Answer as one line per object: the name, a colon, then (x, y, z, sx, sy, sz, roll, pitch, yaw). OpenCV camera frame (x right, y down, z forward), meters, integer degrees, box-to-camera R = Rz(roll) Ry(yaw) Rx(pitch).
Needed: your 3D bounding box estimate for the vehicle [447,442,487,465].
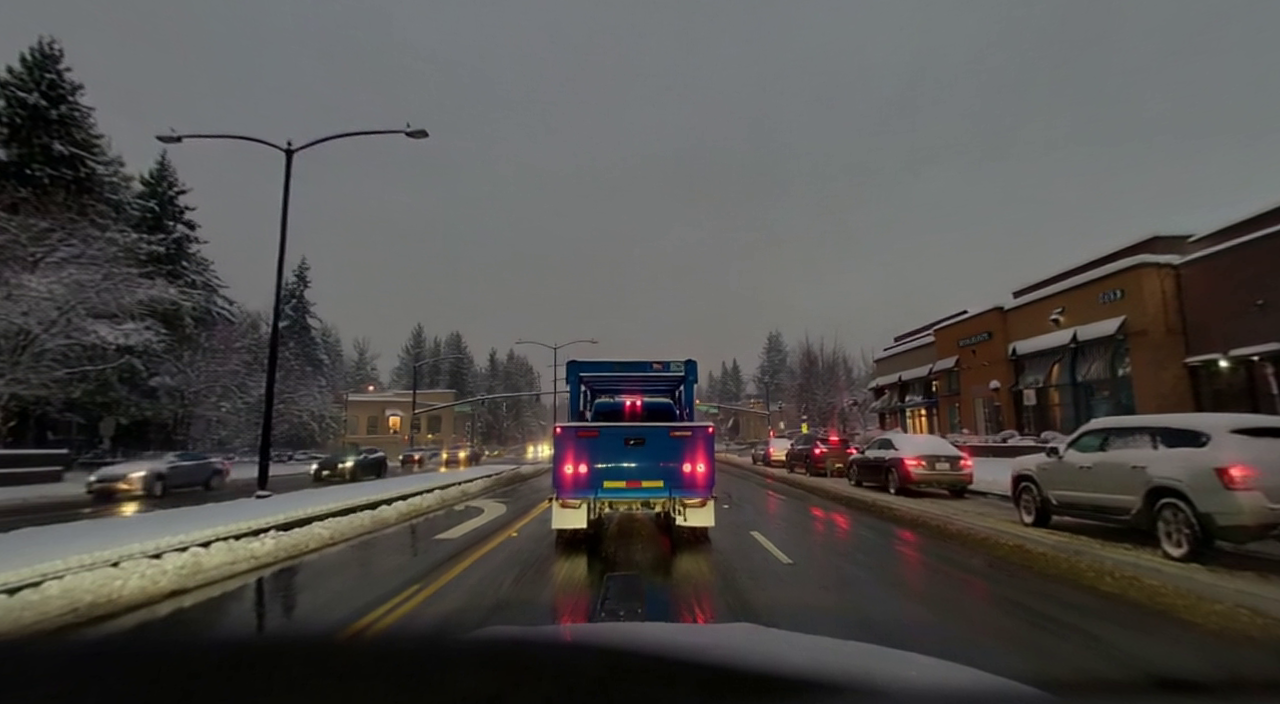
vehicle: (-12.143, 7.140, 44.574, 1.781, 1.558, 3.688, 0, -9, 0)

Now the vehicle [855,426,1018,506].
vehicle: (7.074, 2.757, 15.682, 1.931, 1.692, 4.267, 0, -9, 0)

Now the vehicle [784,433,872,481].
vehicle: (7.073, 4.010, 24.307, 1.953, 1.665, 4.327, 0, -9, -2)

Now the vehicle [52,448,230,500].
vehicle: (-16.062, 3.899, 20.757, 1.910, 1.485, 4.802, 0, -9, 0)

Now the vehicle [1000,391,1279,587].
vehicle: (6.833, 1.557, 7.811, 2.023, 1.771, 4.488, 0, -9, -1)

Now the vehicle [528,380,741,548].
vehicle: (-0.112, 1.838, 10.925, 2.682, 2.117, 5.706, 0, -9, -1)

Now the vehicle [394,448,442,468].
vehicle: (-15.701, 7.494, 44.918, 1.854, 1.364, 4.357, 0, -9, 0)

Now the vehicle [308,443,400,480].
vehicle: (-12.271, 4.724, 27.465, 1.906, 1.461, 4.333, 0, -9, 1)
